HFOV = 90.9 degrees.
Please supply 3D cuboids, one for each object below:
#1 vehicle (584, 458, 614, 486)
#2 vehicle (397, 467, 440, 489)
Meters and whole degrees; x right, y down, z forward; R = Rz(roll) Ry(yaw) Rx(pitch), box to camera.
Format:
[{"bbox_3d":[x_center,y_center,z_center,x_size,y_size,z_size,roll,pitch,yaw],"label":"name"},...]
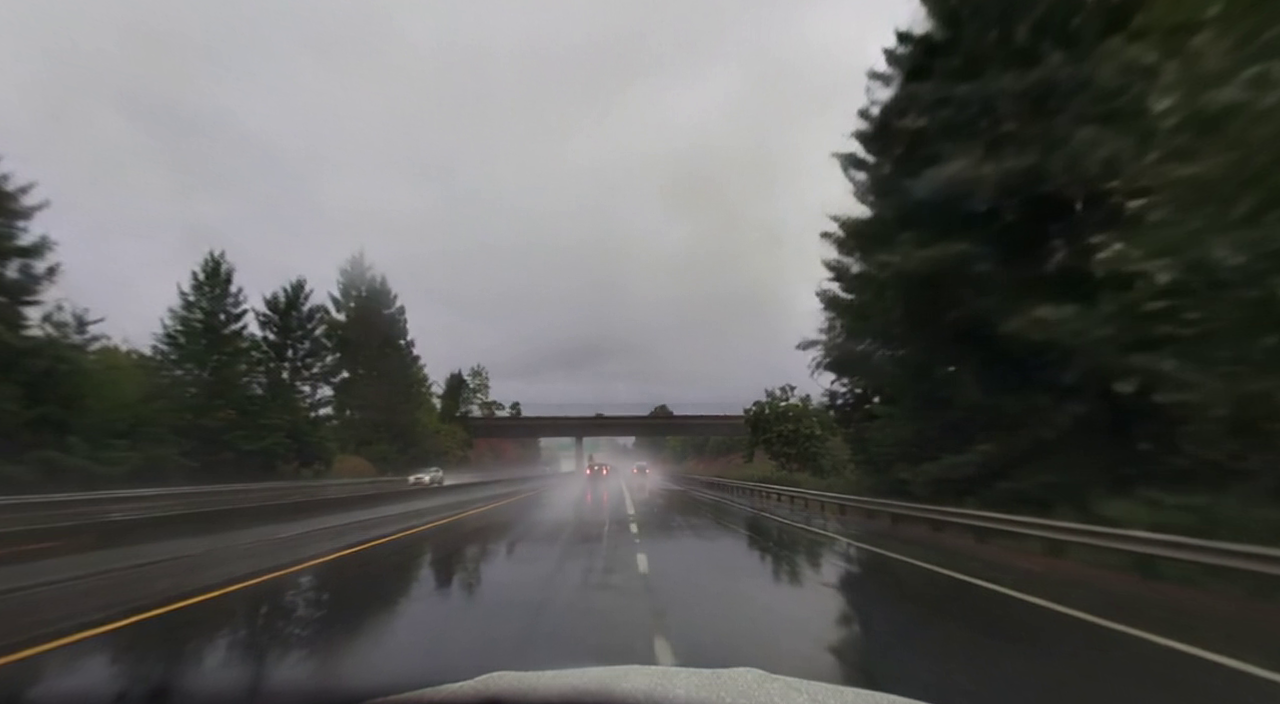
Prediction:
[{"bbox_3d":[-3.110,9.191,48.311,2.162,1.973,4.341,1,-11,-3],"label":"vehicle"},{"bbox_3d":[-15.722,8.937,44.882,1.708,1.455,4.012,1,-11,-2],"label":"vehicle"}]
